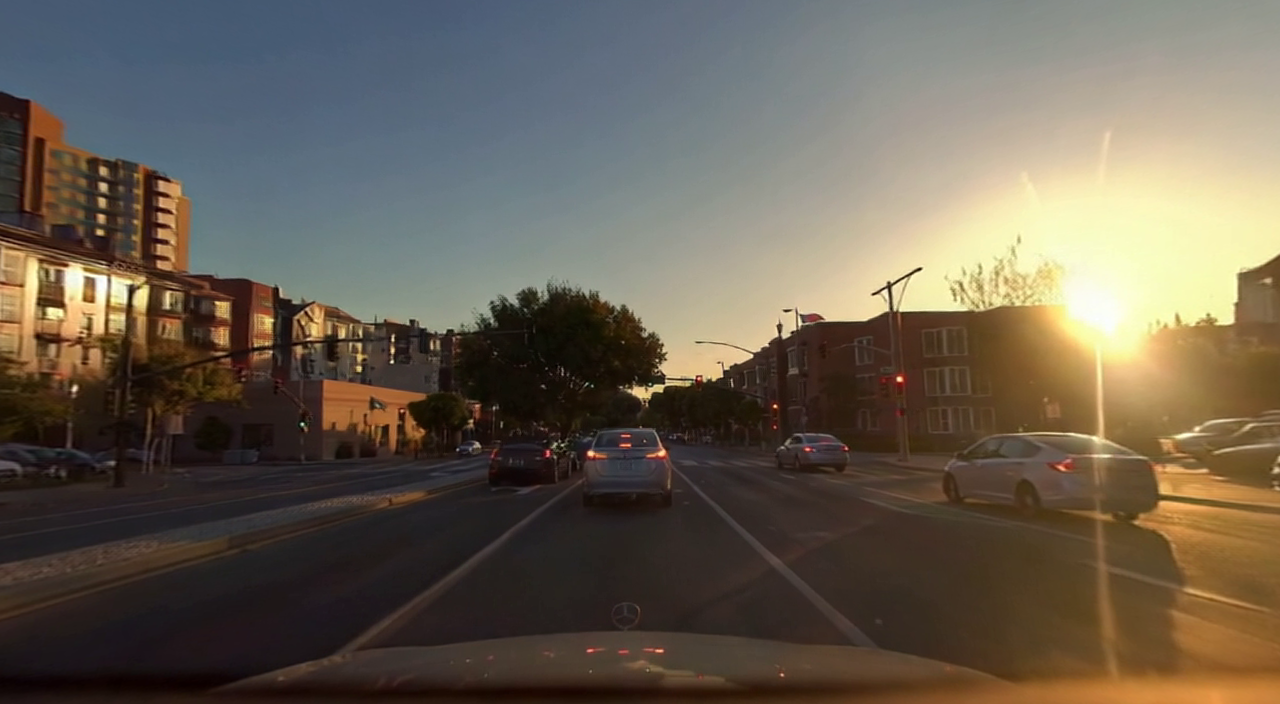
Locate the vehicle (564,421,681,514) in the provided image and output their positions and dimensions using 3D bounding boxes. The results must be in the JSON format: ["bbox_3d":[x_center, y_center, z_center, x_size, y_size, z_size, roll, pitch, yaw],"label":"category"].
[{"bbox_3d":[-0.303,2.292,12.960,2.032,1.593,3.896,0,-9,0],"label":"vehicle"}]

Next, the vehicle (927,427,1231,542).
[{"bbox_3d":[6.447,1.966,10.021,1.768,1.417,4.213,0,-9,0],"label":"vehicle"}]

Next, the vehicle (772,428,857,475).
[{"bbox_3d":[6.495,3.778,24.039,1.963,1.611,4.359,0,-9,-1],"label":"vehicle"}]
